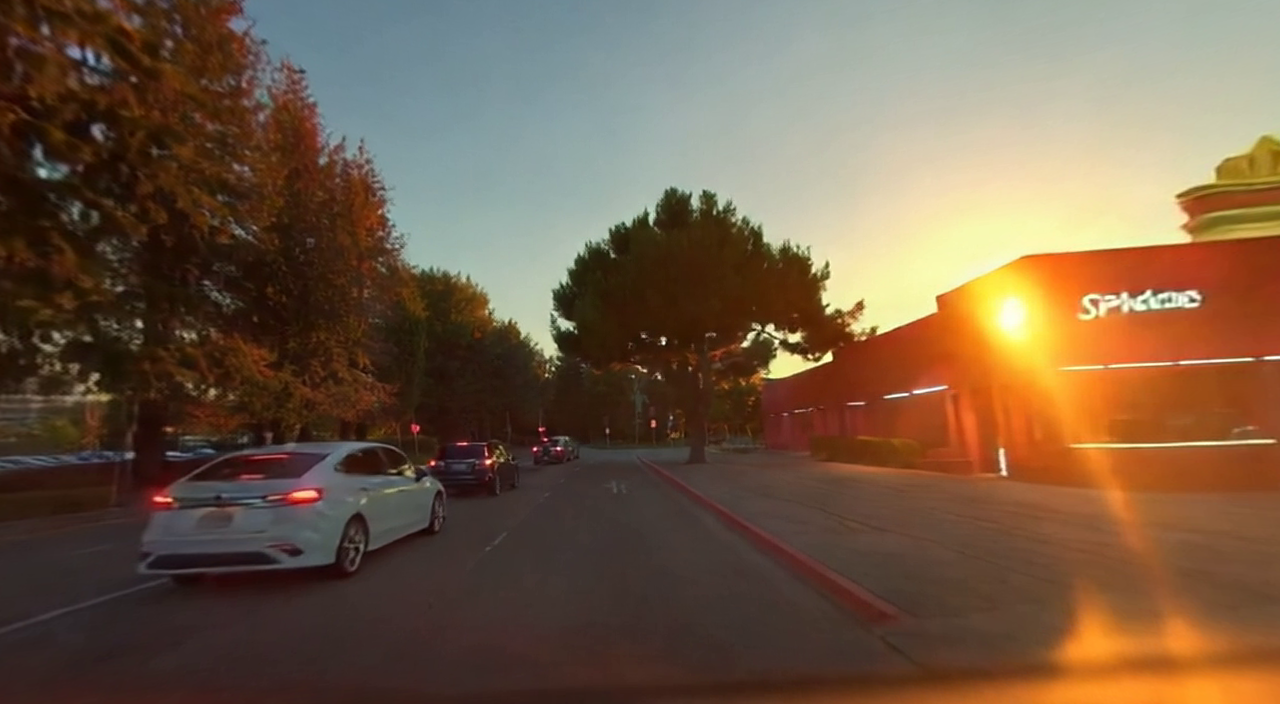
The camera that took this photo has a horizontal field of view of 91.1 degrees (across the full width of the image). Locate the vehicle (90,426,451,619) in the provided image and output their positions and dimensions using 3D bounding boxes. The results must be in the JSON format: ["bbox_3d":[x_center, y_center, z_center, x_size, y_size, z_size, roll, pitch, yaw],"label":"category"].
[{"bbox_3d":[-3.643,1.669,7.260,1.768,1.539,4.147,0,-8,-2],"label":"vehicle"}]

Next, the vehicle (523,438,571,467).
[{"bbox_3d":[-4.852,5.297,33.410,1.962,1.424,4.289,0,-8,-1],"label":"vehicle"}]

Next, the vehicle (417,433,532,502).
[{"bbox_3d":[-4.001,2.820,15.969,1.853,1.478,4.381,0,-8,-2],"label":"vehicle"}]
